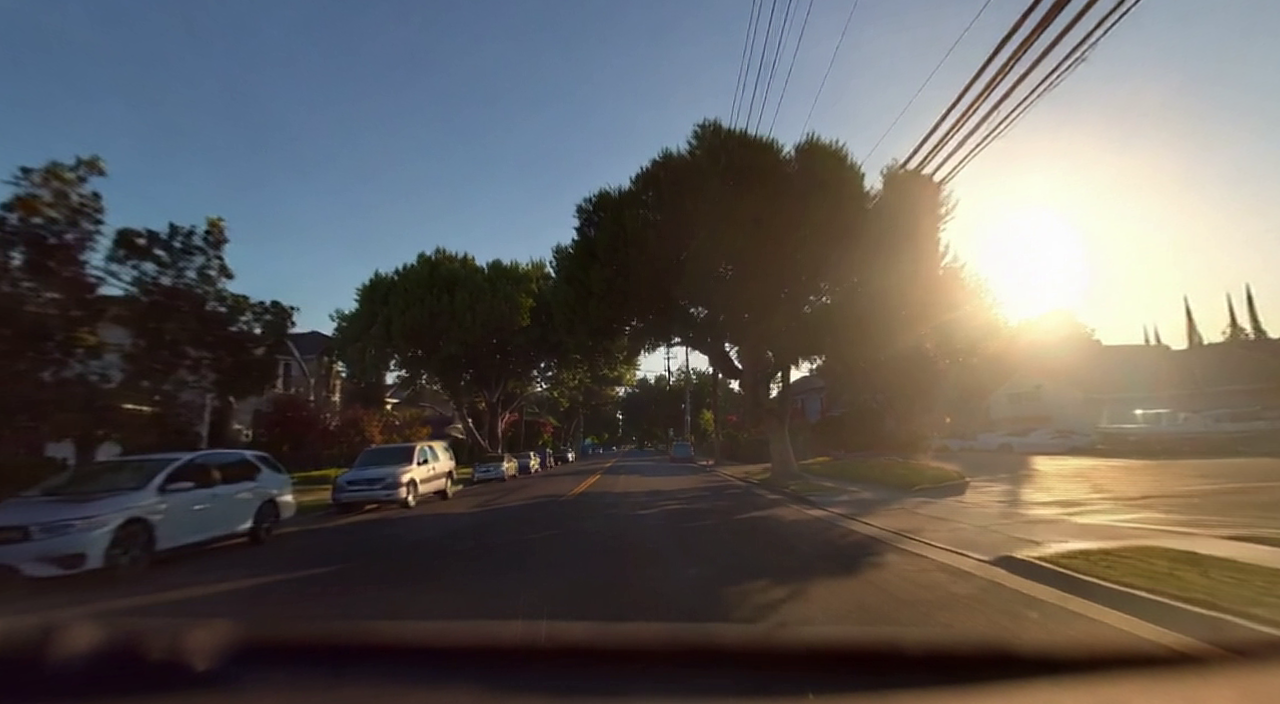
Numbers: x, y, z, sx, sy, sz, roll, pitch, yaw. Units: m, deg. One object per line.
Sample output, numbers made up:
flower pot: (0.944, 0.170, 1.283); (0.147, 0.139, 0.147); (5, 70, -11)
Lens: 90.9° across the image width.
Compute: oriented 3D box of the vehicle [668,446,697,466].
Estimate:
vehicle: (3.216, 7.934, 48.282); (1.943, 1.469, 4.504); (0, -9, 0)

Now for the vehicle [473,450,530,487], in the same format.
vehicle: (-7.008, 5.930, 32.380); (1.852, 1.510, 4.812); (-3, -7, -1)

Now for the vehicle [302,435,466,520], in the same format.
vehicle: (-6.866, 3.374, 17.904); (2.144, 1.955, 6.159); (-1, -8, -1)

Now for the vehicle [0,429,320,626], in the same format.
vehicle: (-6.805, 2.047, 8.576); (2.120, 1.799, 5.370); (-1, -9, 0)
